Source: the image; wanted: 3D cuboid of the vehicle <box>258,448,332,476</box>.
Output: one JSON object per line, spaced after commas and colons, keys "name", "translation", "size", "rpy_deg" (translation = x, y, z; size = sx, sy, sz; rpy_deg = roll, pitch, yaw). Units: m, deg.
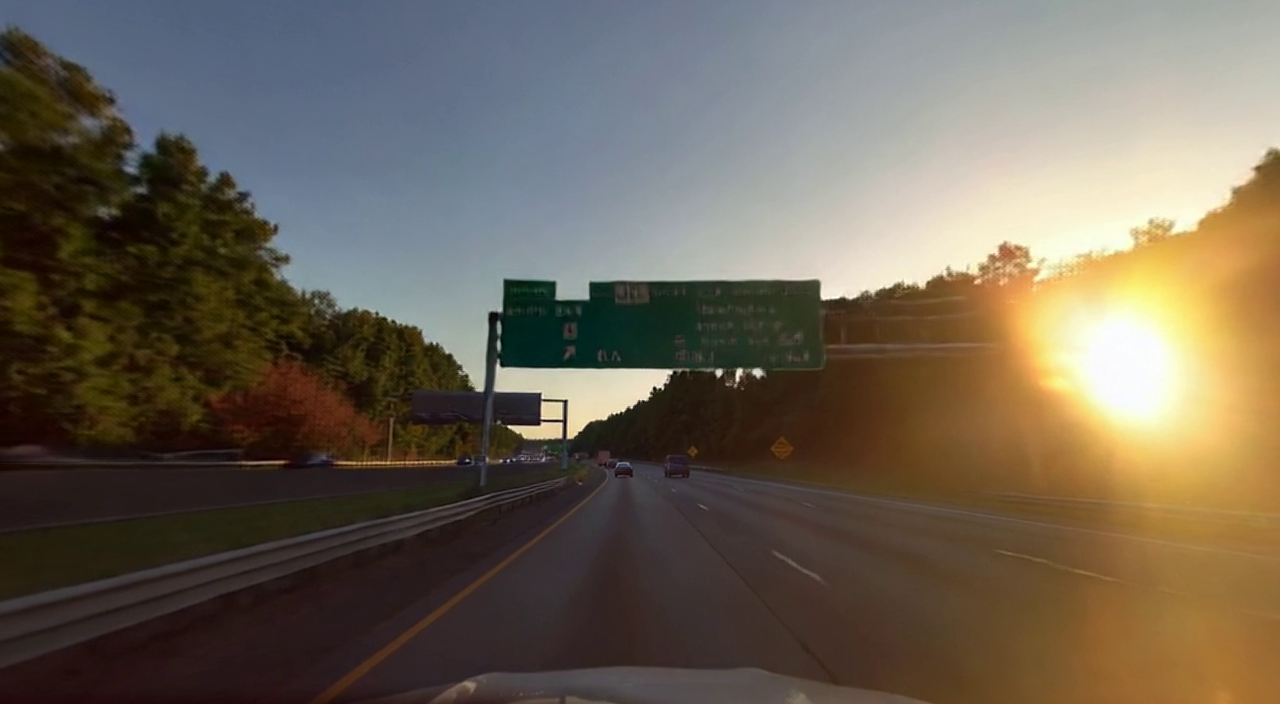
{"name": "vehicle", "translation": [-21.922, 7.079, 40.322], "size": [2.151, 1.661, 4.683], "rpy_deg": [1, -10, -2]}
